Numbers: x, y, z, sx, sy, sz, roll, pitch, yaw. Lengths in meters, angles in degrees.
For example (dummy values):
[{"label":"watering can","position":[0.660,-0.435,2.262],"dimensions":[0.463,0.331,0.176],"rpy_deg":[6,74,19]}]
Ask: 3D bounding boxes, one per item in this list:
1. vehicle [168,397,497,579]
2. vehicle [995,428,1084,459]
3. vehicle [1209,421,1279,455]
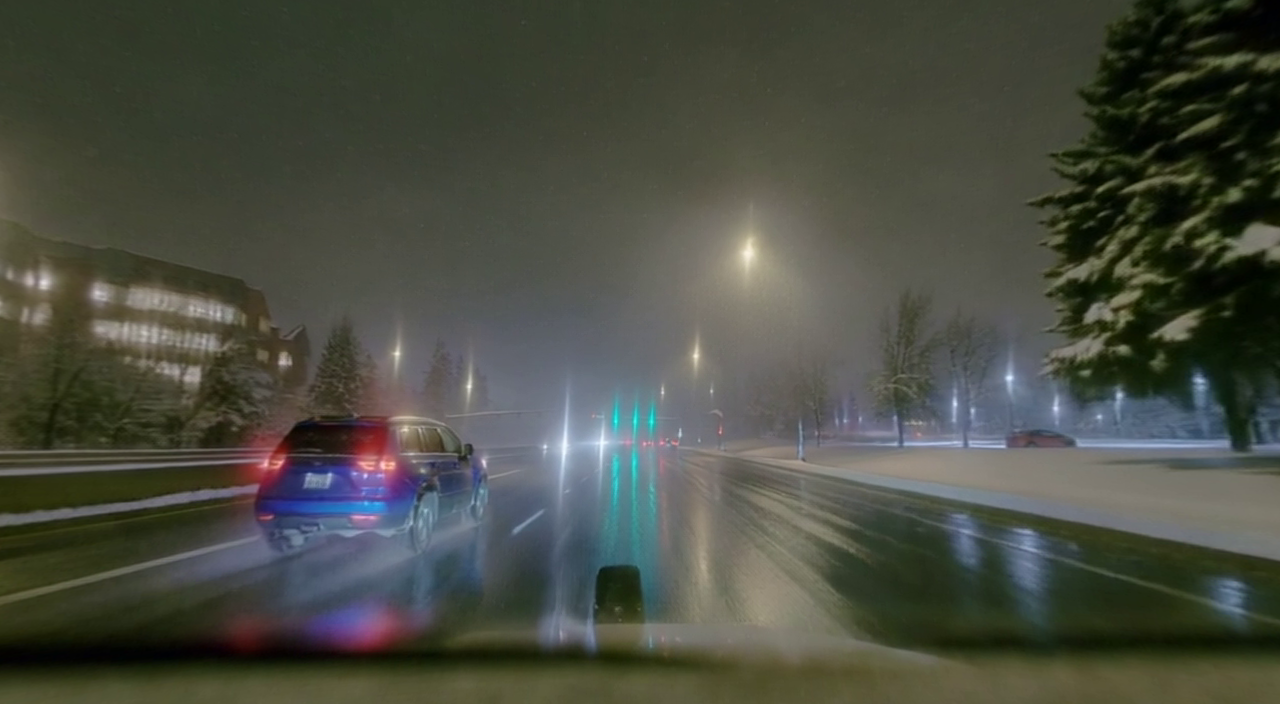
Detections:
[{"label":"vehicle","position":[-3.440,1.619,8.287],"dimensions":[2.033,1.713,4.503],"rpy_deg":[0,-8,0]},{"label":"vehicle","position":[23.267,5.322,36.762],"dimensions":[4.000,1.458,1.640],"rpy_deg":[-4,-6,0]},{"label":"vehicle","position":[39.108,5.240,38.515],"dimensions":[2.117,2.004,5.795],"rpy_deg":[2,-9,-22]}]
